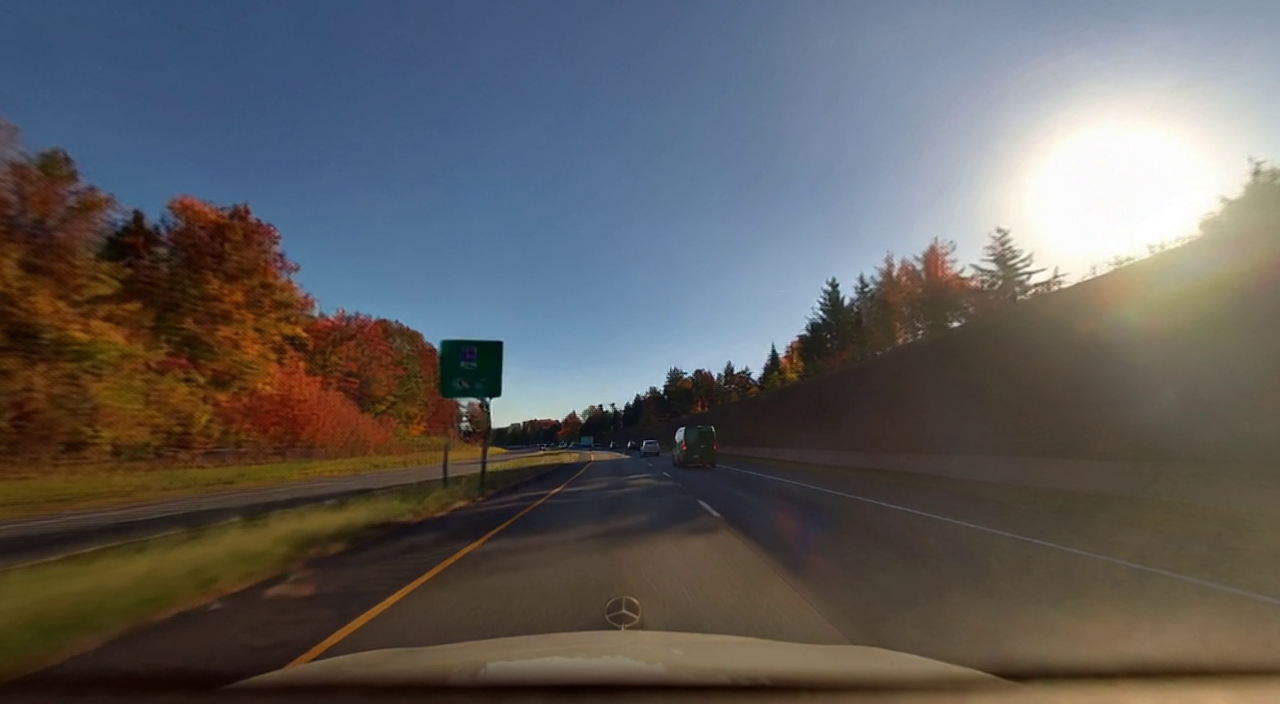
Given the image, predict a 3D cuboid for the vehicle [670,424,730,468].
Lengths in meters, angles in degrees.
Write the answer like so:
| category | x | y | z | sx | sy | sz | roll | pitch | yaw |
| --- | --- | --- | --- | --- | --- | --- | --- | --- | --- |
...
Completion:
| category | x | y | z | sx | sy | sz | roll | pitch | yaw |
| --- | --- | --- | --- | --- | --- | --- | --- | --- | --- |
| vehicle | 3.000 | 4.858 | 32.620 | 2.393 | 2.072 | 4.958 | 1 | -8 | -3 |
